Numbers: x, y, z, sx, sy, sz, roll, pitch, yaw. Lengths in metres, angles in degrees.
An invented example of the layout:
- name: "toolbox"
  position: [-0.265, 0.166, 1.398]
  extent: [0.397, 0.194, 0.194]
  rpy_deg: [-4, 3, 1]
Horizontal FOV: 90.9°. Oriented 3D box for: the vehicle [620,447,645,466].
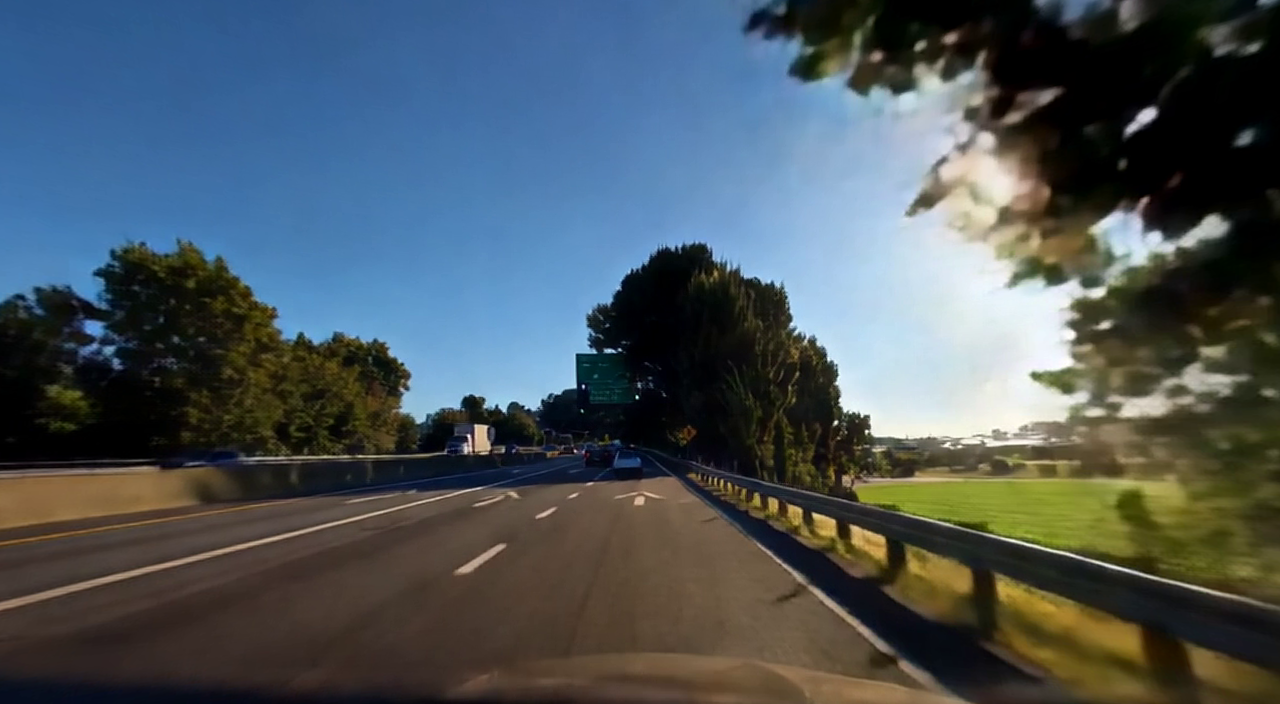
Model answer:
- name: "vehicle"
  position: [-0.591, 8.044, 48.564]
  extent: [1.807, 1.427, 3.645]
  rpy_deg: [0, -9, -1]
